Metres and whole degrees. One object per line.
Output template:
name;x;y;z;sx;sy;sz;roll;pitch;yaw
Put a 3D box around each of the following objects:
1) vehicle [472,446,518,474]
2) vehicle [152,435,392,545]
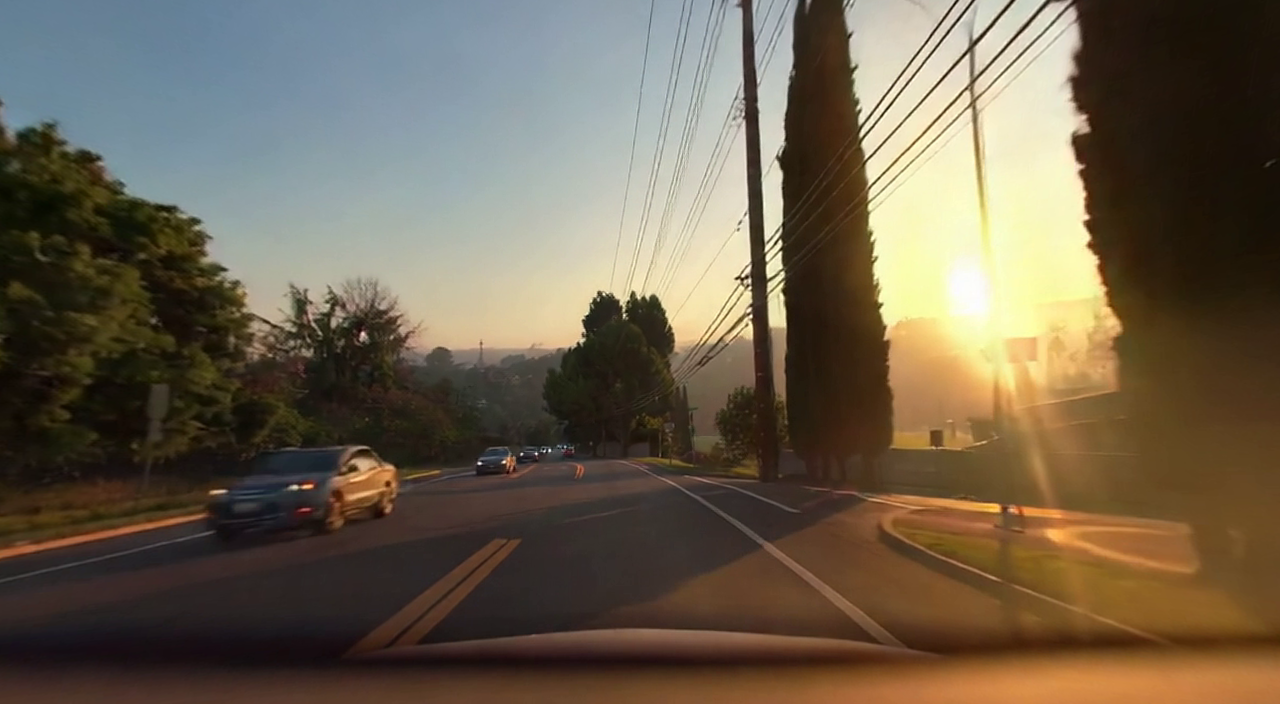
vehicle;-8.164;6.095;36.000;1.883;1.474;4.450;0;-8;-4
vehicle;-6.519;2.433;11.971;2.001;1.647;4.514;0;-8;-3
